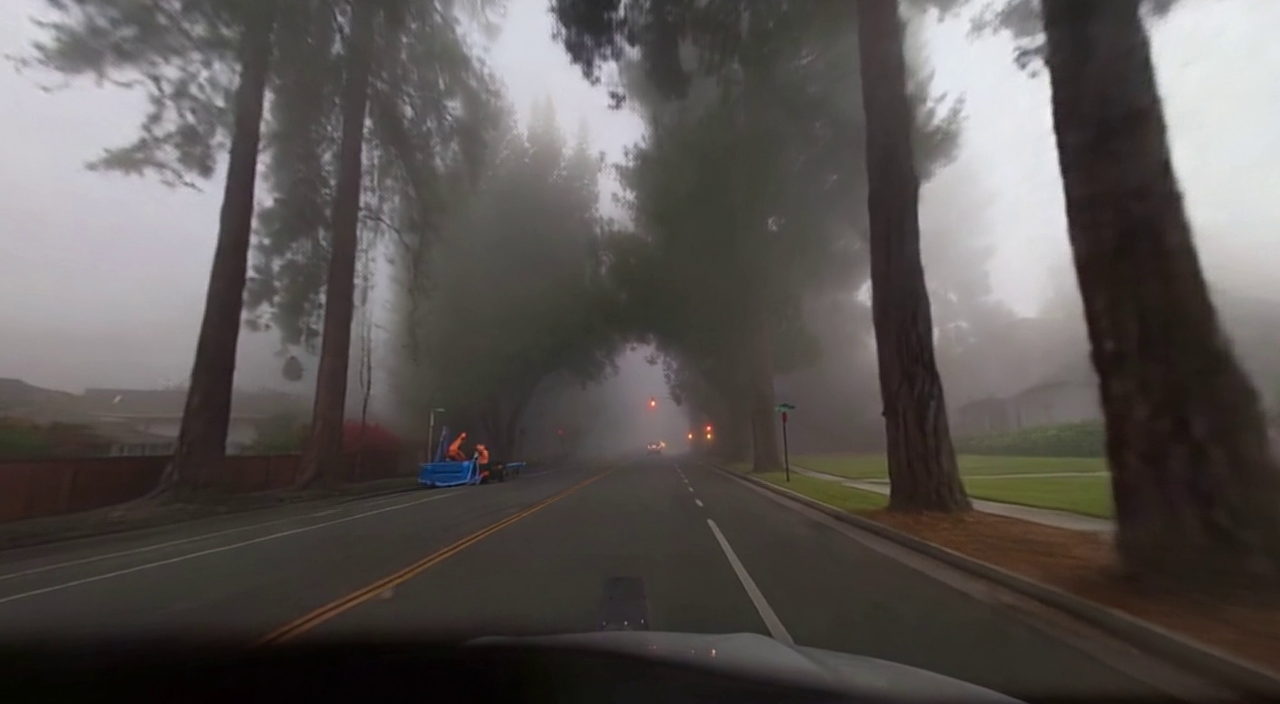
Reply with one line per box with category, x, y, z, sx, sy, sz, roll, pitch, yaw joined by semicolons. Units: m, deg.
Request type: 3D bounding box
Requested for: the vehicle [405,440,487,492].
vehicle;-8.312;4.874;27.449;1.998;1.814;4.559;-4;-7;1
